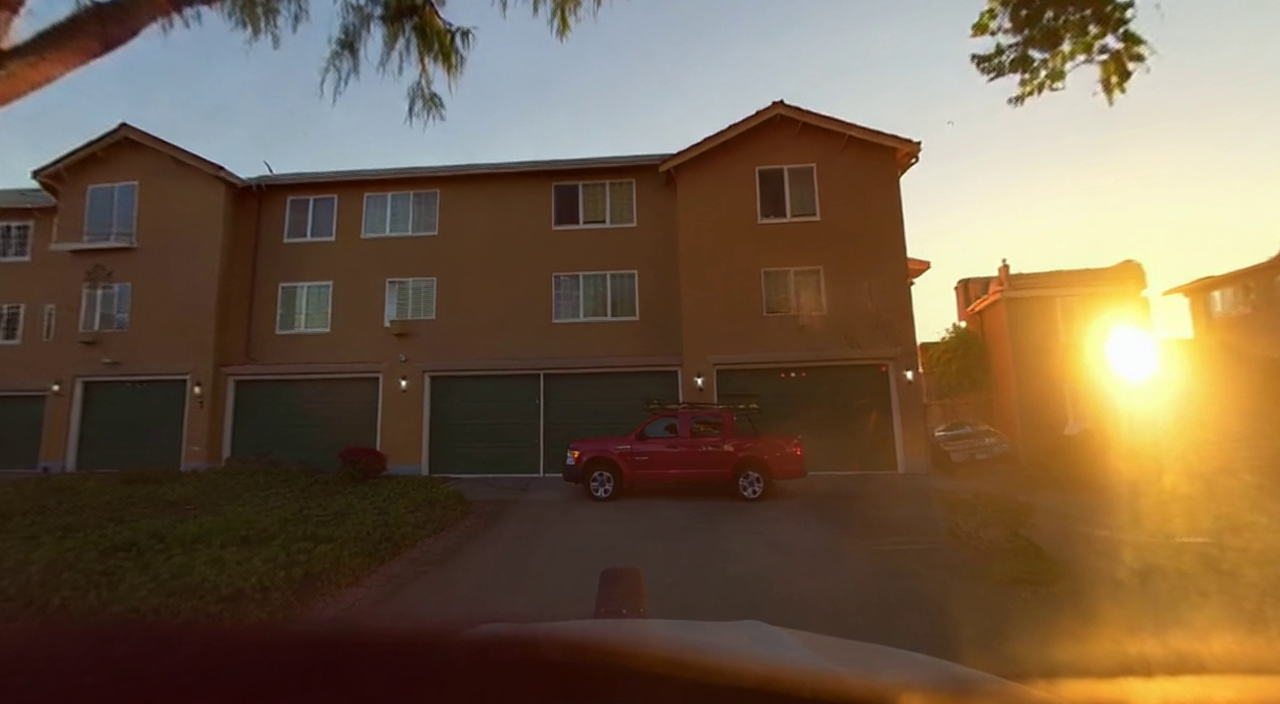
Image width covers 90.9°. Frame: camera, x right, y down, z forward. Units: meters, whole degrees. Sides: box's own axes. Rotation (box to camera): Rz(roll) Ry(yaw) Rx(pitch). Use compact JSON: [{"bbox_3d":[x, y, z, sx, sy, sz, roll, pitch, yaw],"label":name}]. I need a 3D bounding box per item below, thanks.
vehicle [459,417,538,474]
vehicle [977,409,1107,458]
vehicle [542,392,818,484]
[{"bbox_3d":[-4.879,3.219,22.276,1.869,1.460,3.826,-4,-3,0],"label":"vehicle"},{"bbox_3d":[15.532,3.196,24.529,3.770,1.496,1.951,5,-10,2],"label":"vehicle"},{"bbox_3d":[0.812,1.911,13.964,5.600,1.835,2.161,0,-8,1],"label":"vehicle"}]
